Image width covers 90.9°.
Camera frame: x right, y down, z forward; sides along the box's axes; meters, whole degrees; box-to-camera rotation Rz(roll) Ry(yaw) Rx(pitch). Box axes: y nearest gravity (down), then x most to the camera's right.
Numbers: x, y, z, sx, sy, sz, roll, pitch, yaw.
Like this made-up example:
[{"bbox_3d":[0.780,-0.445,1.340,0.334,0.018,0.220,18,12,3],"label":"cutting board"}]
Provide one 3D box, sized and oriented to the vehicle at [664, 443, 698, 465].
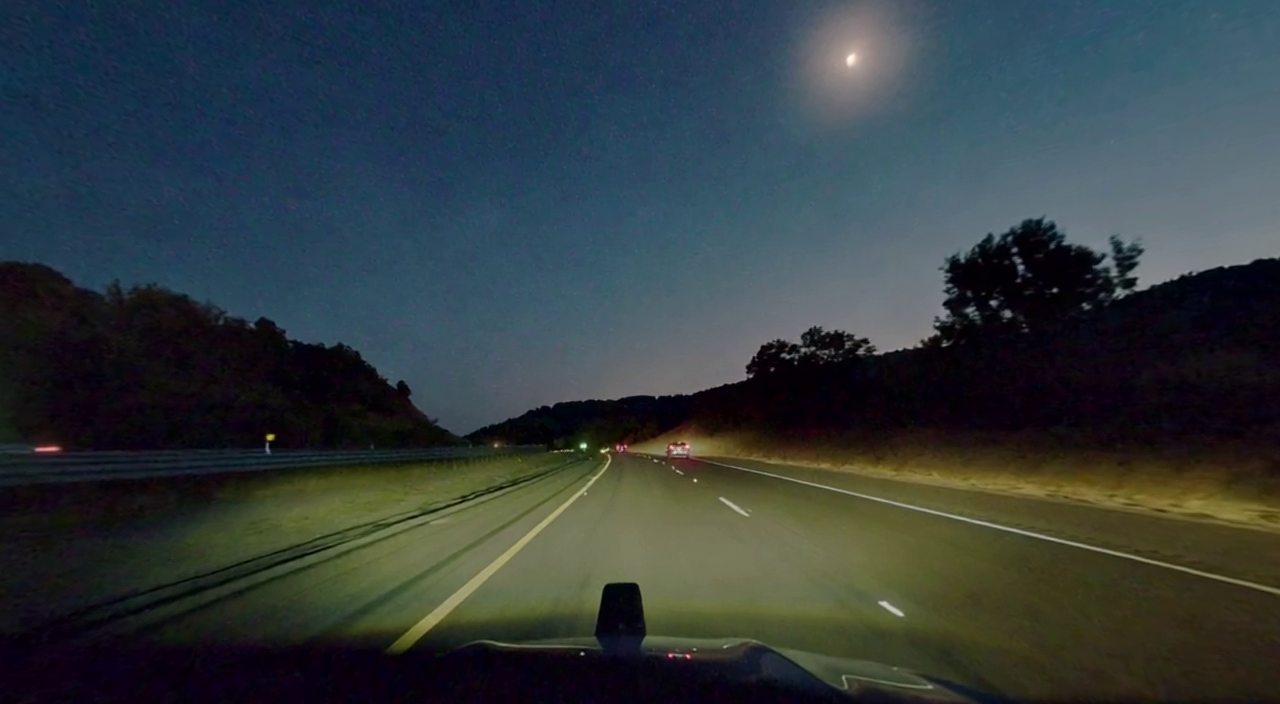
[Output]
[{"bbox_3d":[2.998,7.570,47.143,1.960,1.516,4.657,0,-8,-3],"label":"vehicle"}]
